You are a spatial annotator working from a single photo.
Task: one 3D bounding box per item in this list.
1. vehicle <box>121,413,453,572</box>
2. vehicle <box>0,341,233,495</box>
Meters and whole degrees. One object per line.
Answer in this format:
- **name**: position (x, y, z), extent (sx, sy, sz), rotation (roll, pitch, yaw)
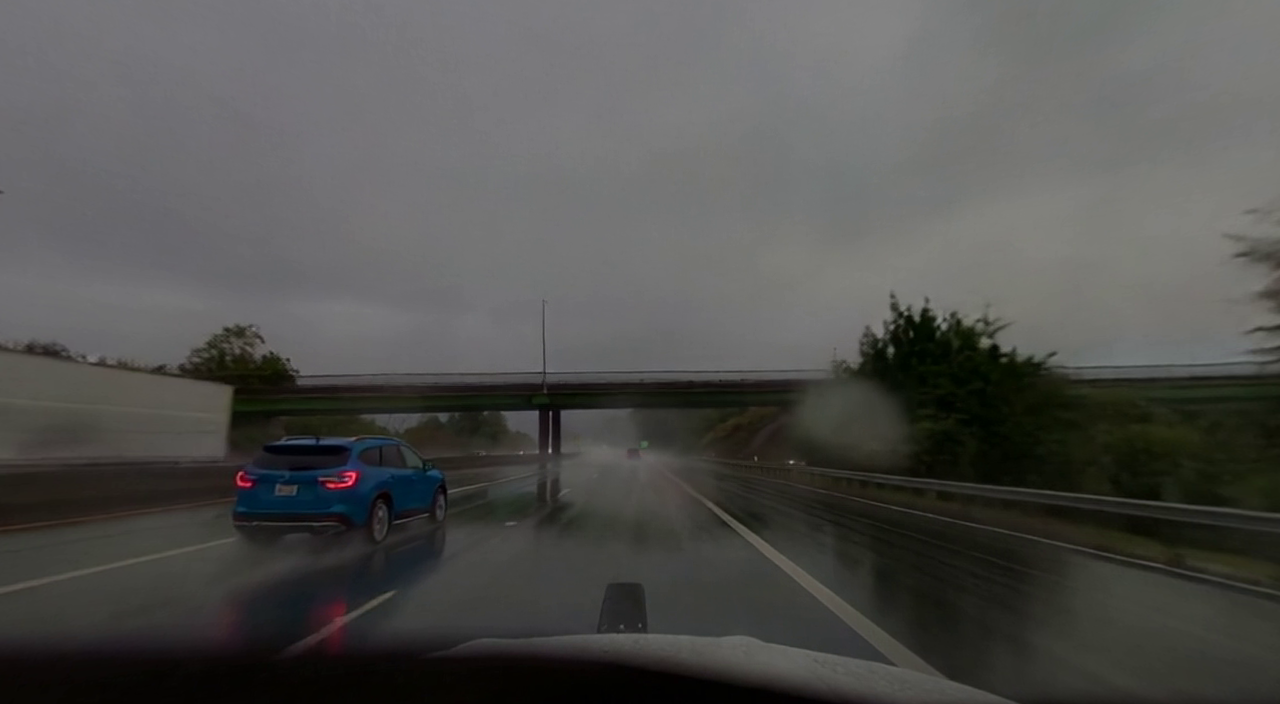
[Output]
- **vehicle**: position (-4.625, 1.920, 9.417), extent (2.221, 1.750, 4.706), rotation (0, -9, 0)
- **vehicle**: position (-18.201, 2.080, 18.701), extent (2.886, 3.971, 14.161), rotation (0, -9, 0)
